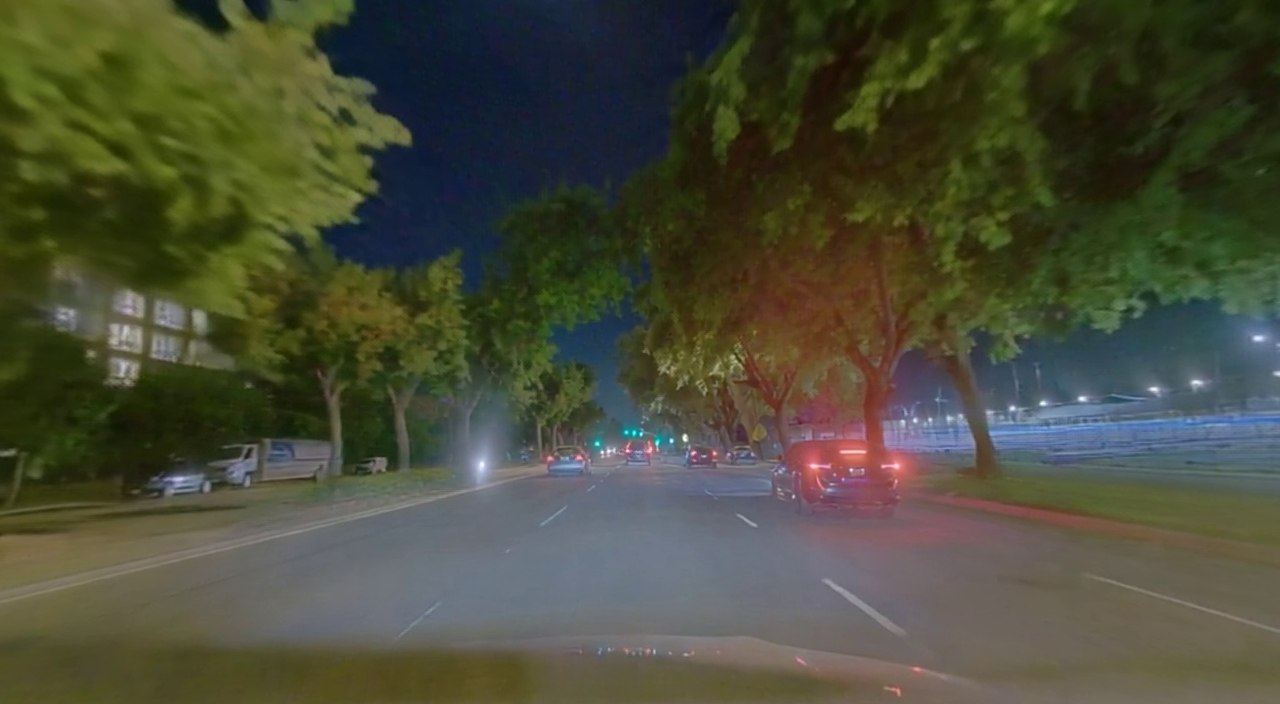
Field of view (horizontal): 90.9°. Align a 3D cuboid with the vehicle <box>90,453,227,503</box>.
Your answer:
[{"bbox_3d":[-22.294,5.819,29.590,2.159,1.908,5.564,-2,-8,-1],"label":"vehicle"}]

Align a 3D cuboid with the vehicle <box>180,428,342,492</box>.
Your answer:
[{"bbox_3d":[-22.392,6.464,38.452,2.816,3.267,11.356,0,-9,0],"label":"vehicle"}]

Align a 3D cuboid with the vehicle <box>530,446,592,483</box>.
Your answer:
[{"bbox_3d":[-3.146,4.577,25.923,2.013,1.354,3.908,0,-9,0],"label":"vehicle"}]

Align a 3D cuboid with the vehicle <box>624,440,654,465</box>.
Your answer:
[{"bbox_3d":[-0.128,7.863,49.304,2.247,1.882,4.603,0,-9,-1],"label":"vehicle"}]

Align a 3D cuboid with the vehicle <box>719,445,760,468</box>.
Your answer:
[{"bbox_3d":[6.968,7.364,44.712,2.040,1.509,4.618,0,-9,-2],"label":"vehicle"}]

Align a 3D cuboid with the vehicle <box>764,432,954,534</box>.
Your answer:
[{"bbox_3d":[3.667,2.265,11.501,1.919,1.502,4.232,0,-9,0],"label":"vehicle"}]

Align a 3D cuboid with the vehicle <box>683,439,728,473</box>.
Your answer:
[{"bbox_3d":[3.551,5.755,35.045,1.980,1.709,4.367,0,-9,-1],"label":"vehicle"}]
